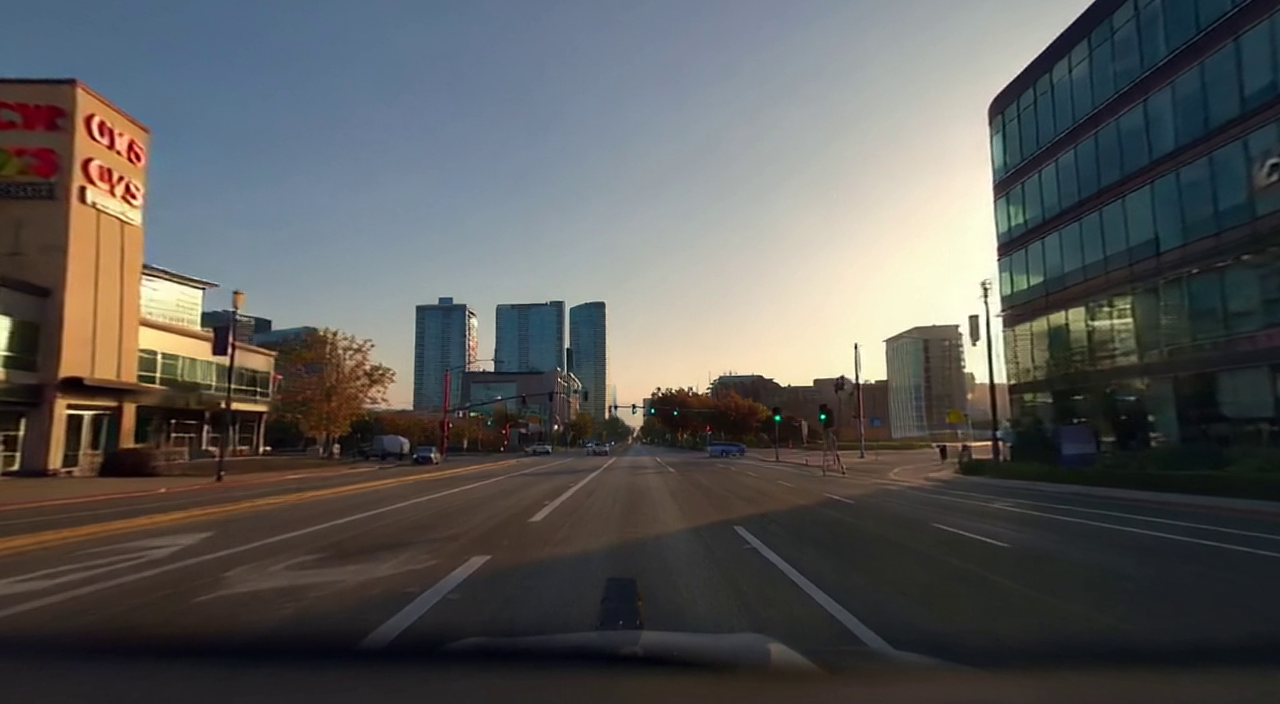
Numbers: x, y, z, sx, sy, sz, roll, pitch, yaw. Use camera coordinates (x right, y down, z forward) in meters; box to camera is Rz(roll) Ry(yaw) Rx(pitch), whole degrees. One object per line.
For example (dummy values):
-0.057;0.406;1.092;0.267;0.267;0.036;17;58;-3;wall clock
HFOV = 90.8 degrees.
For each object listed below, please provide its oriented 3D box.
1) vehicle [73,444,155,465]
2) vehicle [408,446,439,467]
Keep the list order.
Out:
-39.598;7.701;47.704;1.856;1.484;4.964;0;-8;1;vehicle
-17.013;8.166;49.694;1.930;1.473;4.480;2;-8;-15;vehicle
